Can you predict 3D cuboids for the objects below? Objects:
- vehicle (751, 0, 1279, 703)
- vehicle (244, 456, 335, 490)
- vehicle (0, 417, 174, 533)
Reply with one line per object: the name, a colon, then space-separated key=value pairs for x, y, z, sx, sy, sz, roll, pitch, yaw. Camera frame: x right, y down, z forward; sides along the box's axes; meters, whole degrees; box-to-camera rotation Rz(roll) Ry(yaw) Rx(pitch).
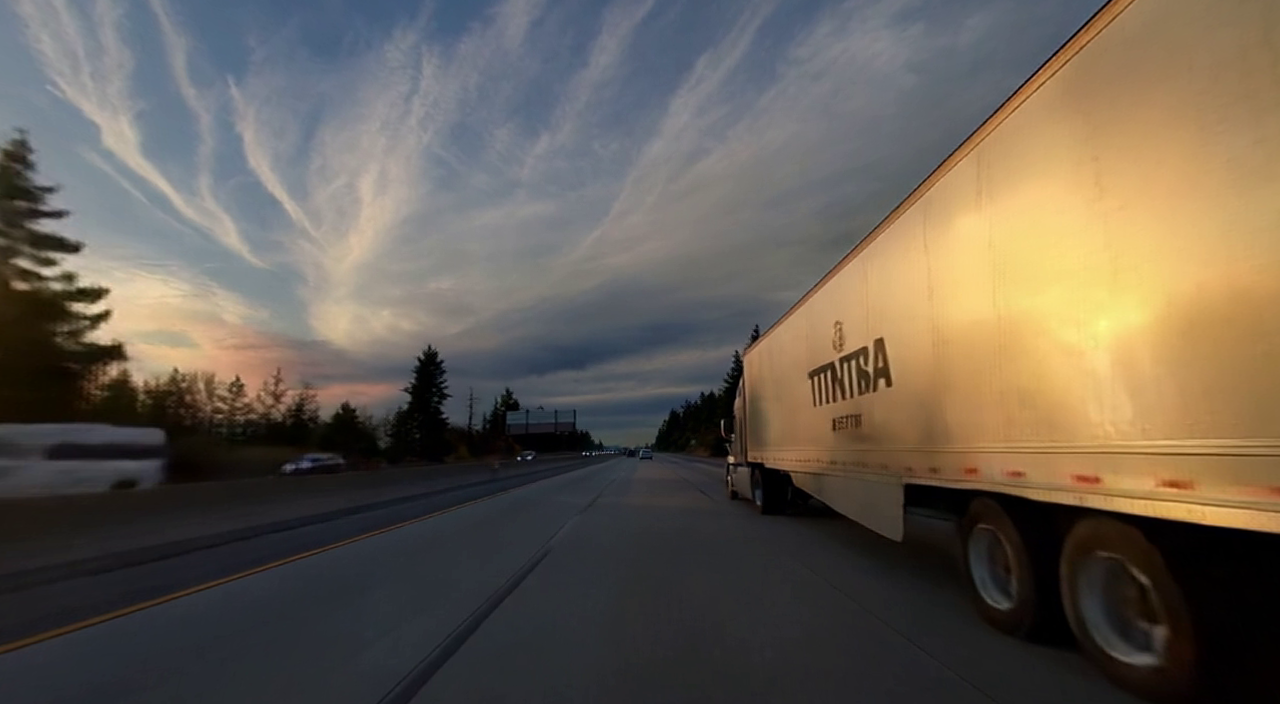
vehicle: x=4.077 y=0.423 z=7.252 sx=2.947 sy=4.020 sz=14.220 roll=0 pitch=-9 yaw=0
vehicle: x=-18.648 y=6.436 z=33.807 sx=1.960 sy=1.618 sz=4.853 roll=0 pitch=-9 yaw=2
vehicle: x=-15.217 y=2.983 z=15.558 sx=2.441 sy=2.500 sz=6.307 roll=0 pitch=-9 yaw=1
